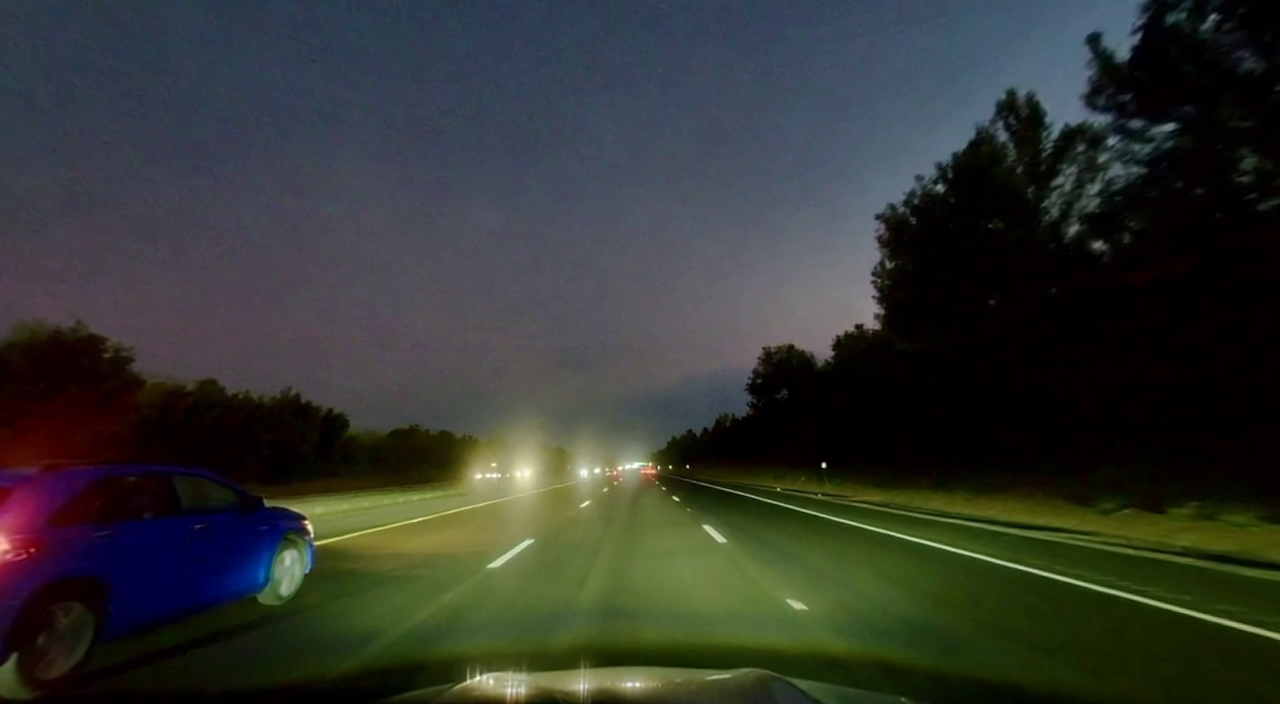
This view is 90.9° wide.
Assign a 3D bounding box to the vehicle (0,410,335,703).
[{"bbox_3d":[-4.010,1.267,4.249,1.797,1.532,4.072,1,-10,0],"label":"vehicle"}]
